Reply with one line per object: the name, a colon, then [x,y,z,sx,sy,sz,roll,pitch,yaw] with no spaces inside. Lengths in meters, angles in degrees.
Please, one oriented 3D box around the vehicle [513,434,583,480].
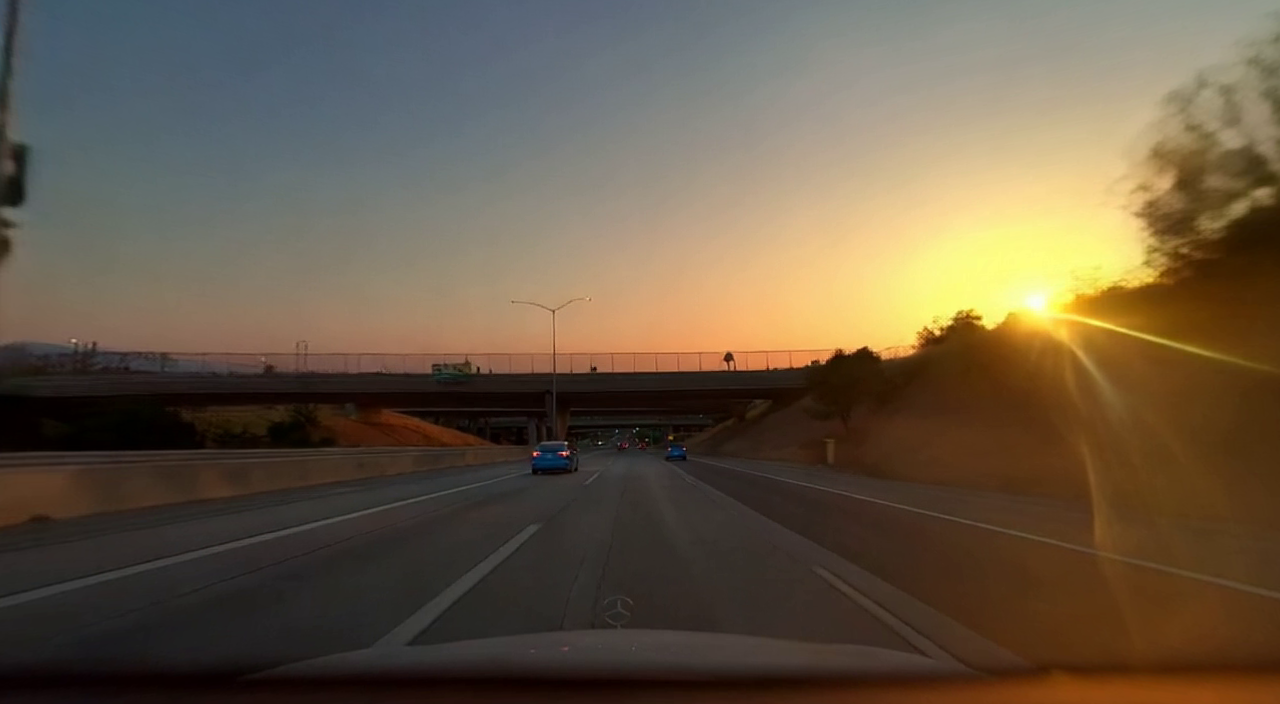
vehicle: [-3.790,4.453,27.144,2.205,1.773,5.124,0,-8,0]
